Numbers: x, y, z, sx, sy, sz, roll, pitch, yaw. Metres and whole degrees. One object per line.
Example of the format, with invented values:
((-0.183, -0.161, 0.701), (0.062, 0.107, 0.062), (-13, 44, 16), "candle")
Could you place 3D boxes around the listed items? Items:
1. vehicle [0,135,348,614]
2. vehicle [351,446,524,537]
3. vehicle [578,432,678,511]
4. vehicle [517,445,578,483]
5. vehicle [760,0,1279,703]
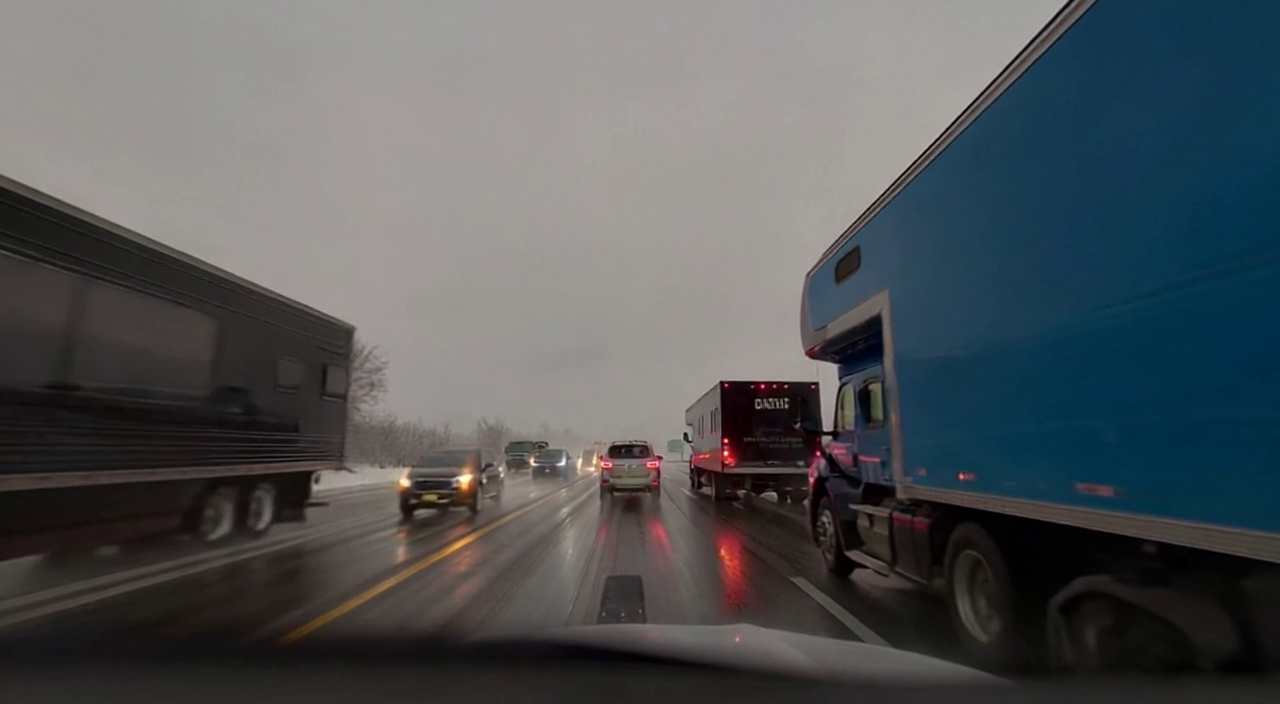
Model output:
((-7.020, 0.060, 4.616), (2.895, 4.121, 14.391), (0, -9, 0), "vehicle")
((-3.635, 2.560, 12.240), (1.930, 1.431, 4.156), (0, -9, 1), "vehicle")
((-0.298, 2.955, 15.985), (2.201, 1.719, 4.058), (0, -9, -1), "vehicle")
((-4.105, 5.072, 28.845), (2.023, 1.576, 4.784), (0, -9, 1), "vehicle")
((3.207, 0.168, 4.285), (2.936, 3.787, 8.670), (0, -9, -1), "vehicle")
